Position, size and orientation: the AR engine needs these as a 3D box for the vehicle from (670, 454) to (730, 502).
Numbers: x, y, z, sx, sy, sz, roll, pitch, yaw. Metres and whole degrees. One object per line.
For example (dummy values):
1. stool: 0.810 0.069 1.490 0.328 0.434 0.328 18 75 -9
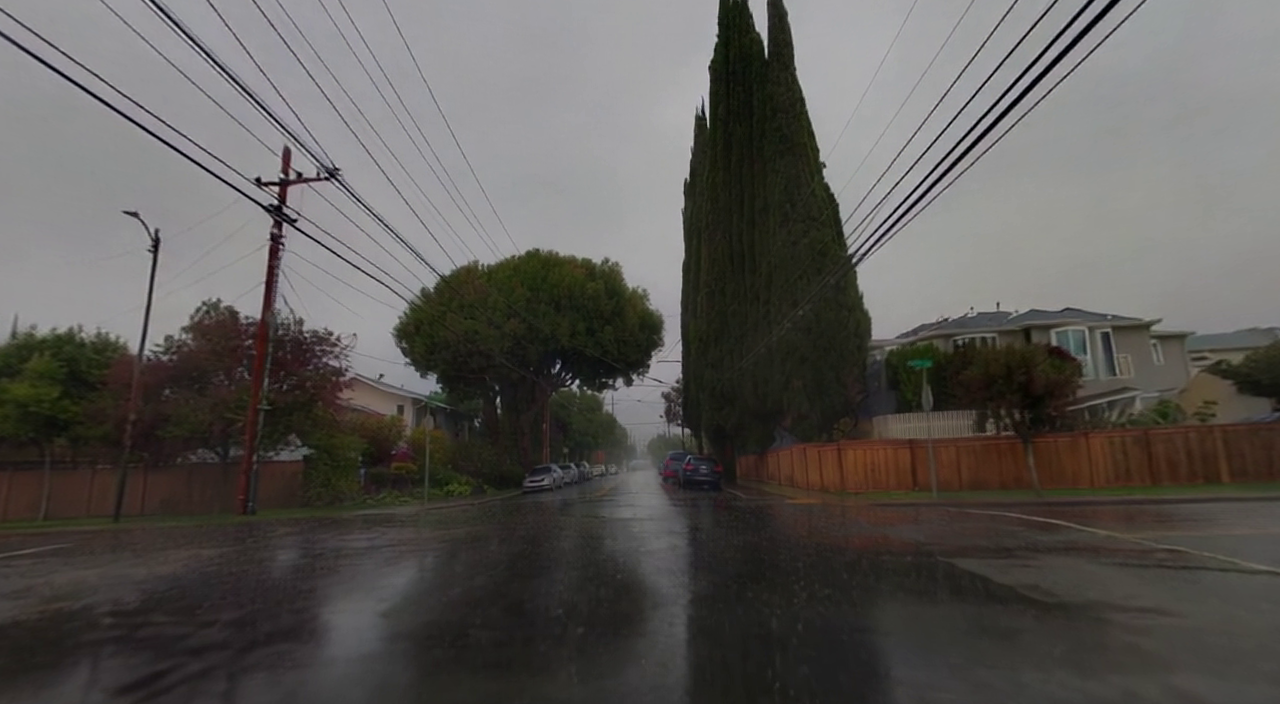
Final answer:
1. vehicle: 2.572 5.524 28.092 2.051 1.874 4.459 0 -8 -2

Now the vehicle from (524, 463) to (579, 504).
1. vehicle: -4.310 6.499 31.594 2.189 1.771 4.571 0 -9 -1
